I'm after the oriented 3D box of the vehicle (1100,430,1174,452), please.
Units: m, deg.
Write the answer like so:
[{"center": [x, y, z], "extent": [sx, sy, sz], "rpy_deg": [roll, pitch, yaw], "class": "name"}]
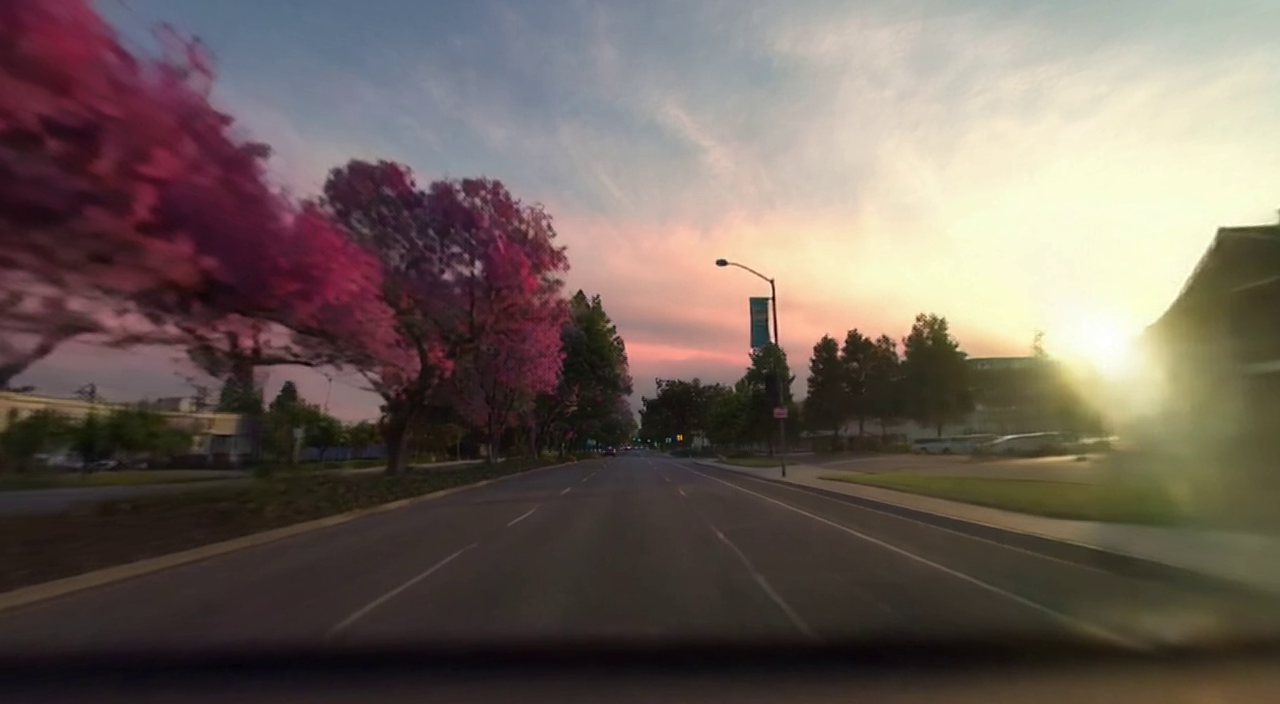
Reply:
[{"center": [36.441, 6.530, 46.489], "extent": [1.830, 1.515, 4.462], "rpy_deg": [0, -8, 1], "class": "vehicle"}]
